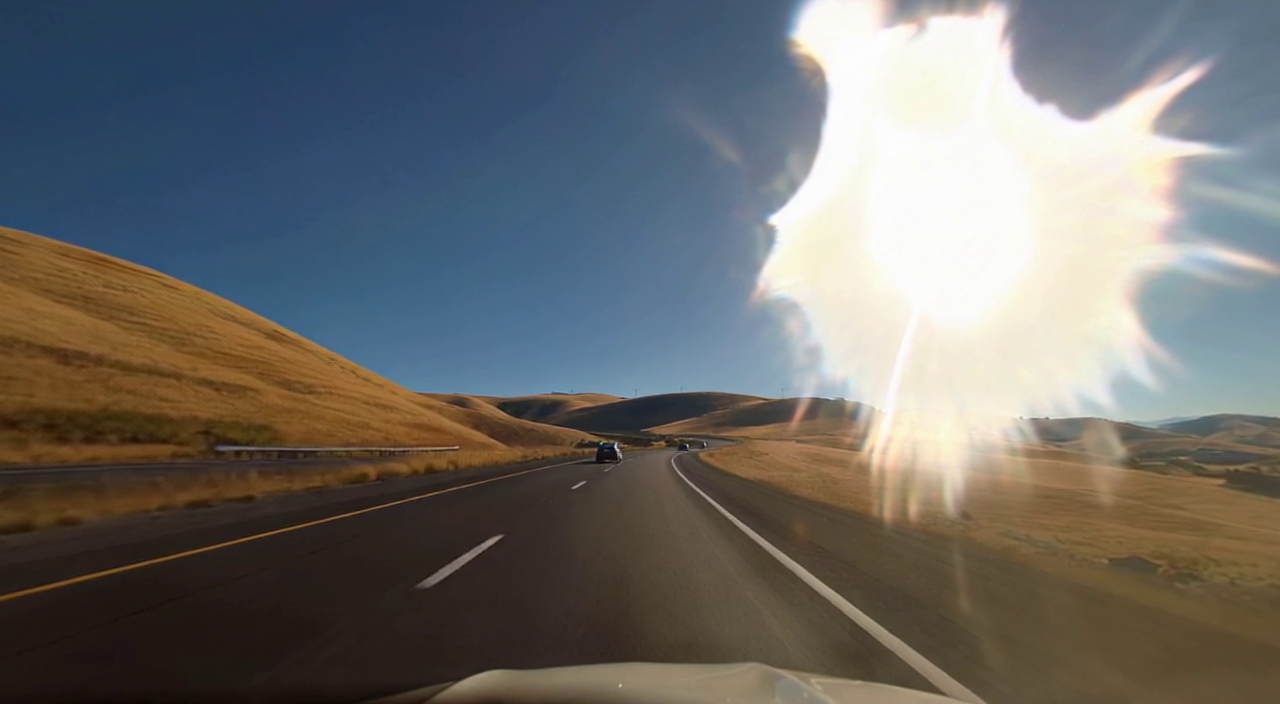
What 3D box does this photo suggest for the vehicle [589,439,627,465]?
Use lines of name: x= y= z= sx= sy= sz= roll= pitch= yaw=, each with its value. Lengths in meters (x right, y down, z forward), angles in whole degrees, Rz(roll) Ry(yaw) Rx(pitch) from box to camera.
vehicle: x=-2.260 y=7.231 z=45.890 sx=2.252 sy=1.743 sz=4.560 roll=-1 pitch=-9 yaw=3
